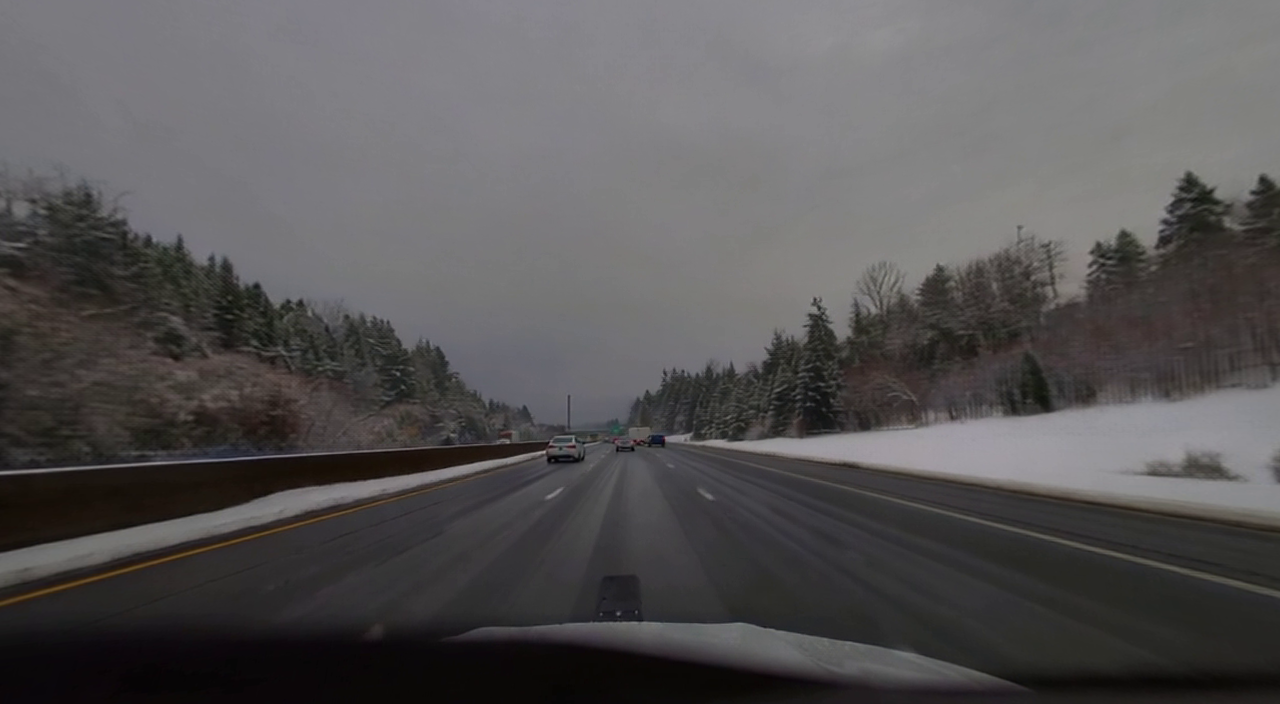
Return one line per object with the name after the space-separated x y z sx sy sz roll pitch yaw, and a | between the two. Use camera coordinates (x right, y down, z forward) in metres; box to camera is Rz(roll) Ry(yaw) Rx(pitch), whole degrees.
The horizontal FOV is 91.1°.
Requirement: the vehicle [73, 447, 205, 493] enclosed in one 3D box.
-20.150 4.711 25.560 1.903 1.620 4.186 0 -8 -1 | vehicle

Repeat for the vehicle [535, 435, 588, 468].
-3.866 4.952 31.604 2.103 1.507 4.367 0 -8 0 | vehicle
